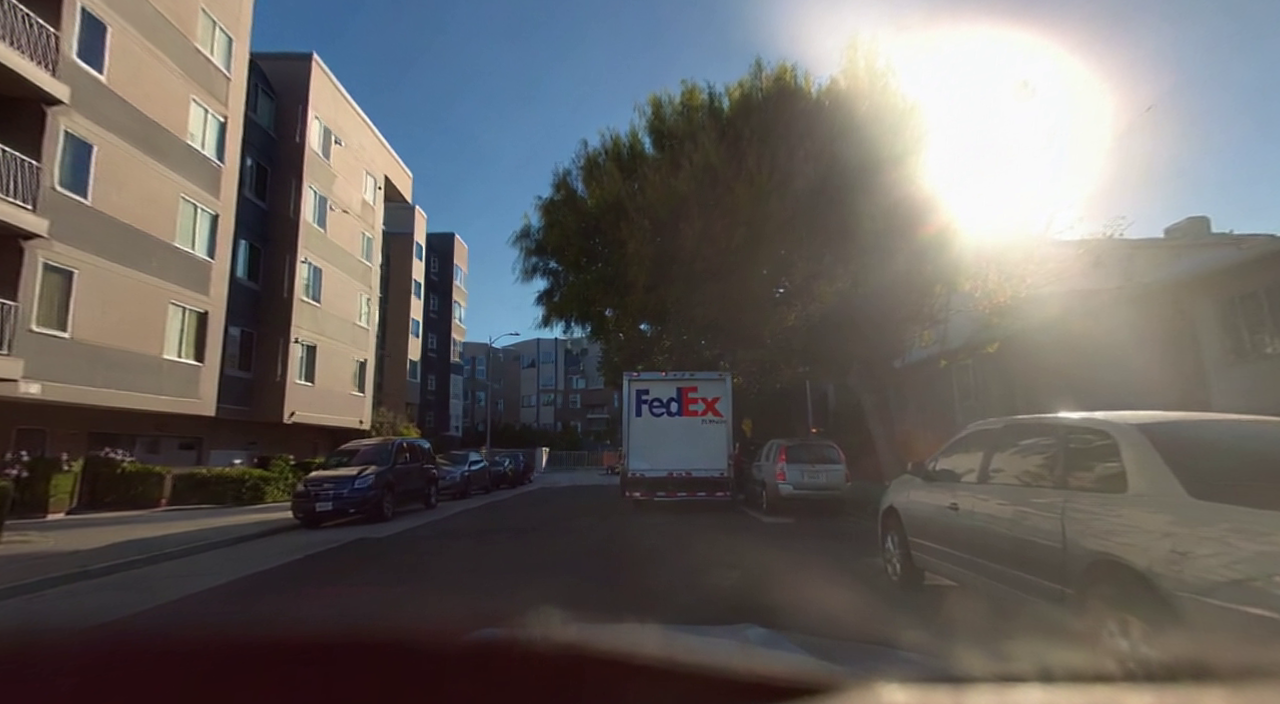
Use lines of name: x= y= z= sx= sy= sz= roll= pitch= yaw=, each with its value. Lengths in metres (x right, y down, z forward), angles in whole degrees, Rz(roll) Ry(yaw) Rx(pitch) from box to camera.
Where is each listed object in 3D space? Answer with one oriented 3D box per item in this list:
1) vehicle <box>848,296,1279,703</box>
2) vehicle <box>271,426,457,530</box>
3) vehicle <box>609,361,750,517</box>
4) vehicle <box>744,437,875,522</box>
vehicle: x=3.569 y=1.127 z=4.668 sx=2.221 sy=1.991 sz=5.564 roll=0 pitch=-8 yaw=1
vehicle: x=-5.714 y=2.645 z=13.919 sx=2.020 sy=1.867 sz=4.654 roll=0 pitch=-8 yaw=-1
vehicle: x=0.784 y=2.396 z=17.361 sx=2.930 sy=3.275 sz=8.180 roll=0 pitch=-8 yaw=-1
vehicle: x=3.587 y=2.740 z=14.132 sx=1.868 sy=1.623 sz=3.815 roll=0 pitch=-8 yaw=0
